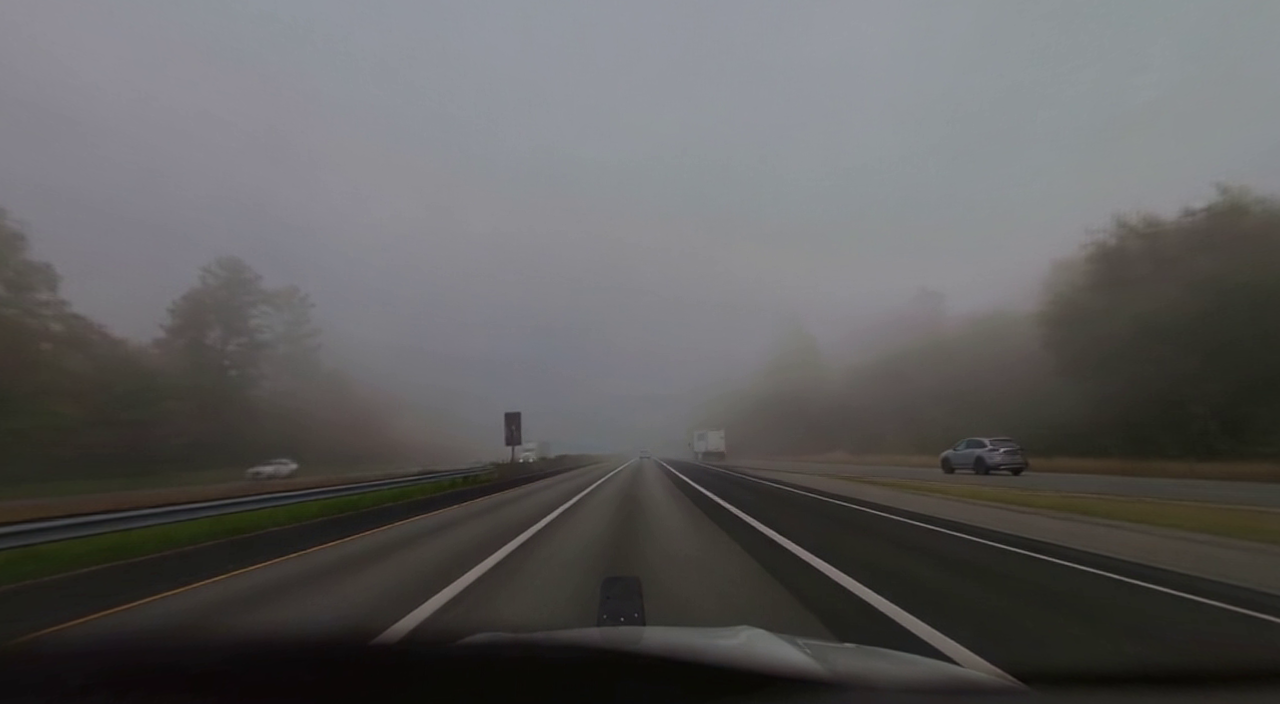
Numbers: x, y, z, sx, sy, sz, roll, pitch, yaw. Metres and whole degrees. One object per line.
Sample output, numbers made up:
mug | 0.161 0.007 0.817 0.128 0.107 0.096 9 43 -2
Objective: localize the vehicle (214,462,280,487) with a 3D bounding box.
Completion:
vehicle | -27.516 8.548 44.298 1.792 1.578 4.359 0 -9 0

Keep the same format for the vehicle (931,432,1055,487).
vehicle | 12.723 3.895 23.034 2.038 1.823 3.744 1 -9 -6
